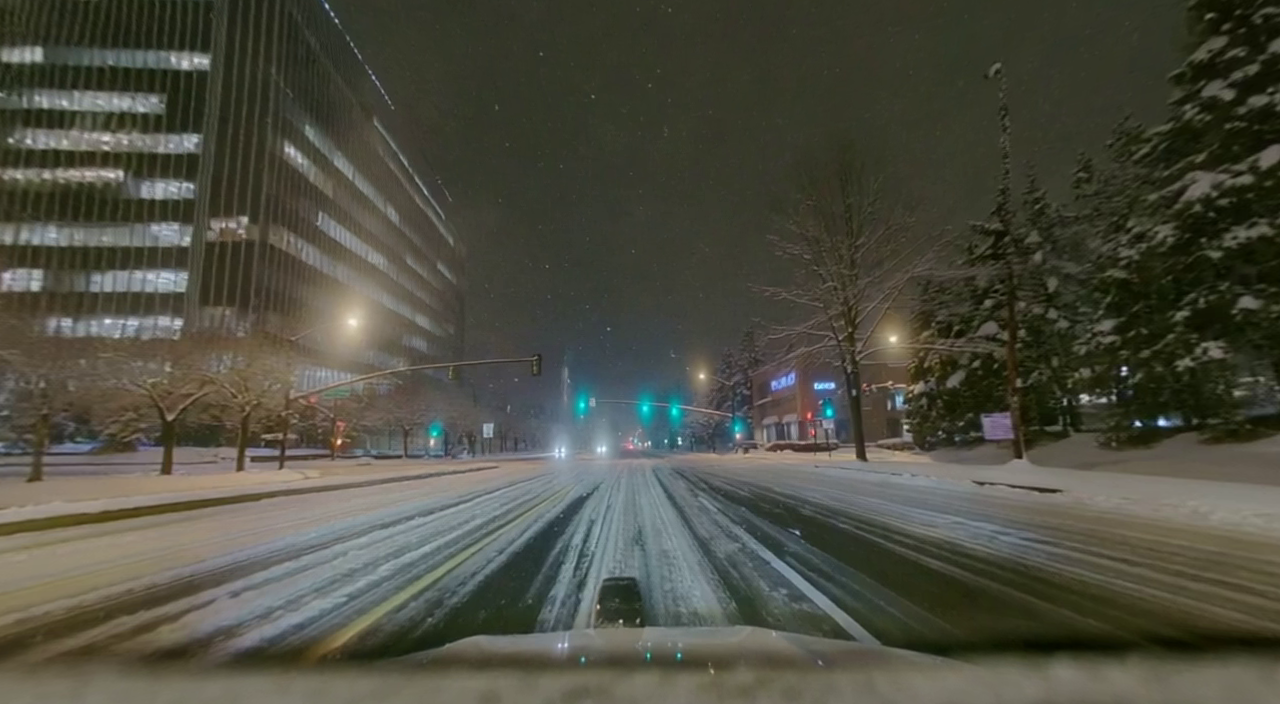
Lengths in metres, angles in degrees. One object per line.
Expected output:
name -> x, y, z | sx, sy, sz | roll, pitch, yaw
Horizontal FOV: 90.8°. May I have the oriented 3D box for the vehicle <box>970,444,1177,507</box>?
vehicle -> 11.007, 3.132, 16.614 | 1.834, 1.388, 4.794 | 0, -8, -4
